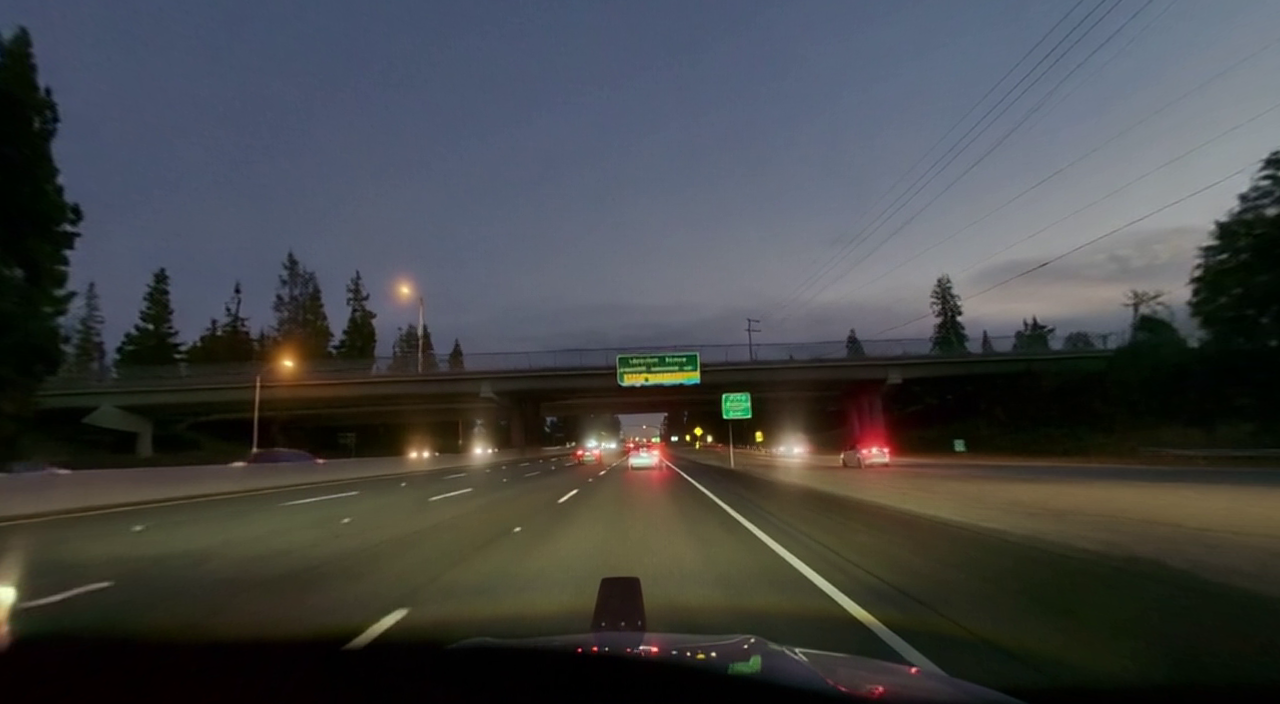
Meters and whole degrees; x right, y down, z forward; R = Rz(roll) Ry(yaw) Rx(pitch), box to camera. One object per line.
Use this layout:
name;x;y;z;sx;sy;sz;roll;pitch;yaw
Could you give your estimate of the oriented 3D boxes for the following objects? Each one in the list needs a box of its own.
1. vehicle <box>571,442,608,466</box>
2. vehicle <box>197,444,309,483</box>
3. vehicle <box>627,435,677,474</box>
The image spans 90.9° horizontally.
vehicle;-3.278;6.783;42.129;2.056;1.464;4.564;0;-8;1
vehicle;-17.134;4.932;28.270;1.903;1.538;4.866;0;-8;0
vehicle;0.535;4.783;29.600;2.152;1.697;4.066;0;-8;0
